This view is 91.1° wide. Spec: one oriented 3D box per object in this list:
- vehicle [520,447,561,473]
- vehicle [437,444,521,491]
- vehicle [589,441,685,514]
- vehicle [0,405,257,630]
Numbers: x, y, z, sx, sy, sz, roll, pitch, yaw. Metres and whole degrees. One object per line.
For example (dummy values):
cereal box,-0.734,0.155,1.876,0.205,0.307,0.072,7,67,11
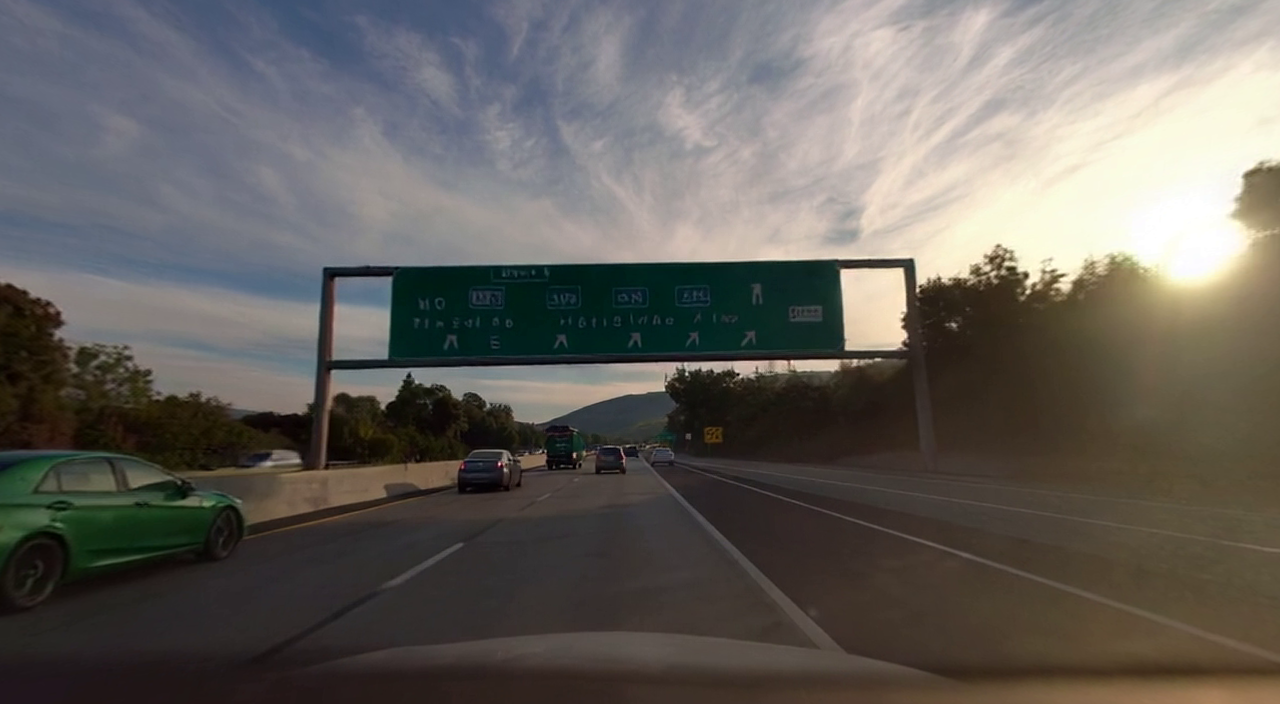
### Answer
vehicle,-5.818,6.335,37.132,1.814,1.417,3.860,0,-9,0
vehicle,-5.566,4.037,22.334,1.892,1.481,4.180,0,-9,0
vehicle,-0.094,2.806,14.512,1.940,1.451,3.512,0,-9,-1
vehicle,-5.732,1.374,5.622,2.058,1.626,4.118,0,-9,-1
